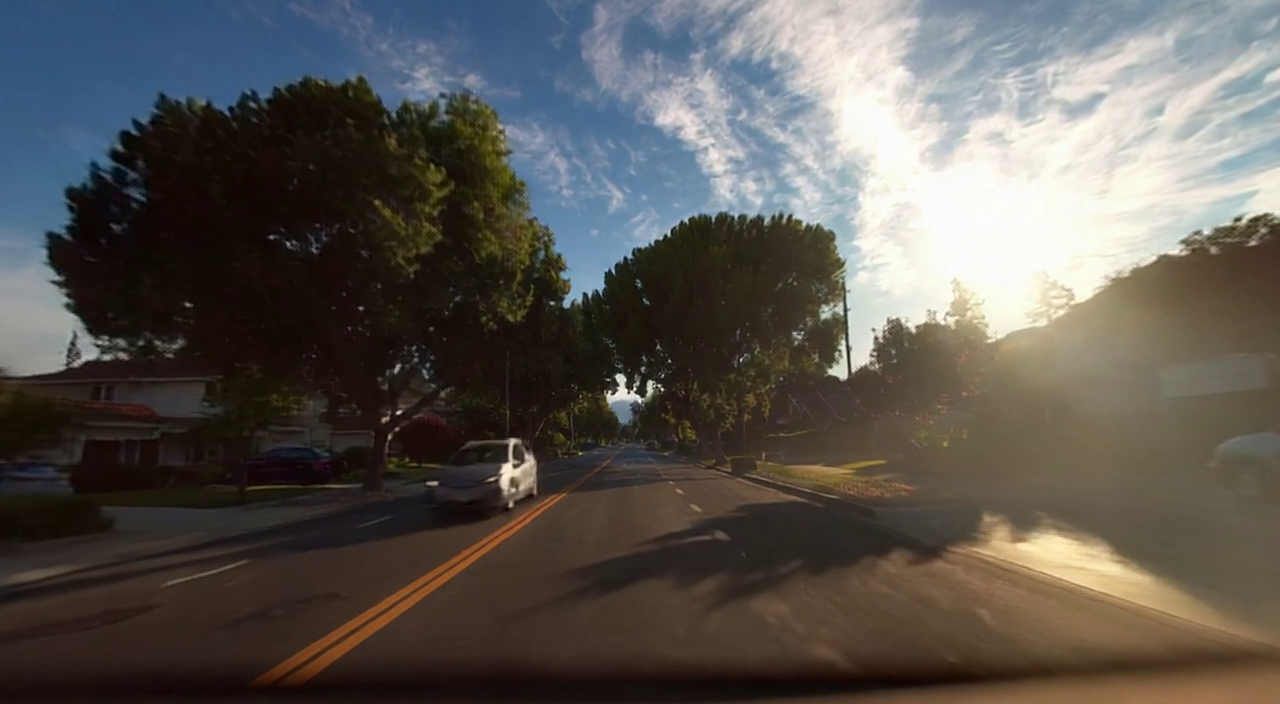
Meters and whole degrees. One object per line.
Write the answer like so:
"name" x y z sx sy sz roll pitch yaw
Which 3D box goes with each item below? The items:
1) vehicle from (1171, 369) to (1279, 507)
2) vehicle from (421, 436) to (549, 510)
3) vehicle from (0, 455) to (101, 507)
"vehicle" 10.775 1.134 8.465 2.305 2.042 5.711 0 -8 0
"vehicle" -3.869 3.106 16.675 2.208 1.663 4.326 0 -8 1
"vehicle" -19.401 3.841 19.003 4.459 1.432 1.979 0 -9 -2
